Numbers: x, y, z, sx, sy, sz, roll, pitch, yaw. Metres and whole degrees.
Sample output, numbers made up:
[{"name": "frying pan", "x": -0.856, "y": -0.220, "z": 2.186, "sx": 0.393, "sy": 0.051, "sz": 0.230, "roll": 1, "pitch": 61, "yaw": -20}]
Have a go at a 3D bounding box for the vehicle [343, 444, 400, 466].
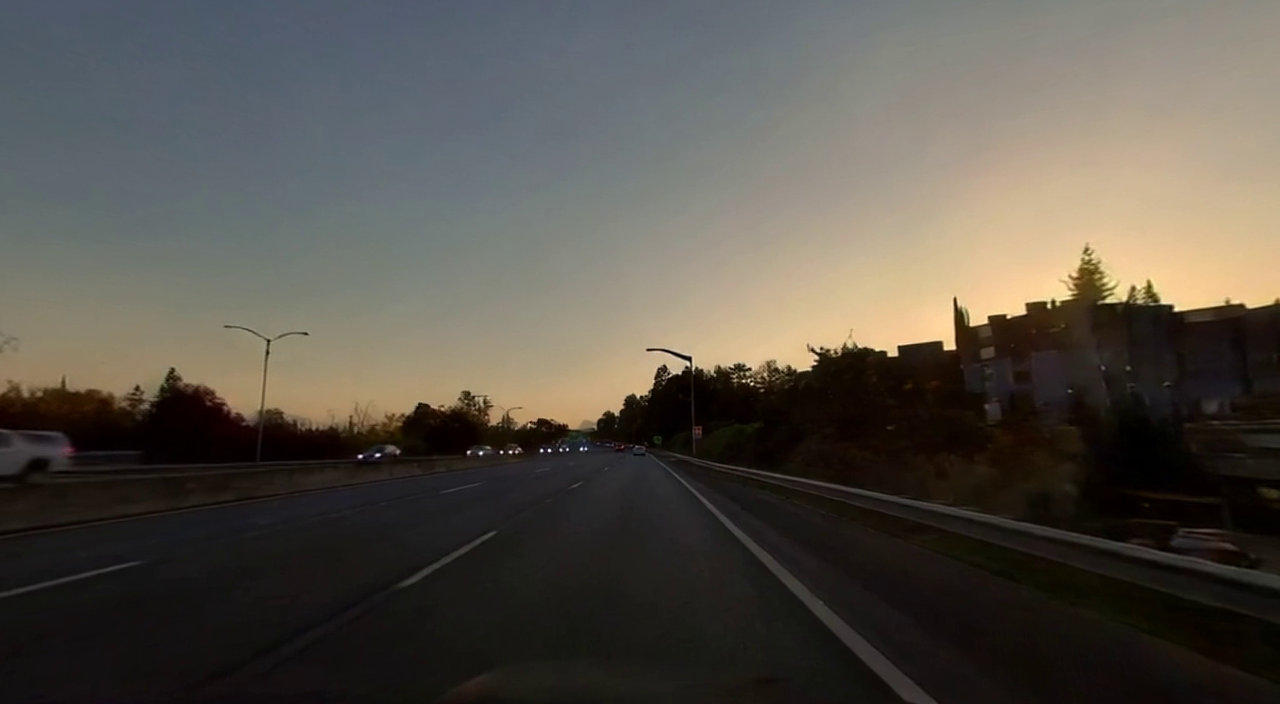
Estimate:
[{"name": "vehicle", "x": -19.298, "y": 7.426, "z": 45.477, "sx": 1.982, "sy": 1.495, "sz": 4.441, "roll": 0, "pitch": -9, "yaw": 2}]
